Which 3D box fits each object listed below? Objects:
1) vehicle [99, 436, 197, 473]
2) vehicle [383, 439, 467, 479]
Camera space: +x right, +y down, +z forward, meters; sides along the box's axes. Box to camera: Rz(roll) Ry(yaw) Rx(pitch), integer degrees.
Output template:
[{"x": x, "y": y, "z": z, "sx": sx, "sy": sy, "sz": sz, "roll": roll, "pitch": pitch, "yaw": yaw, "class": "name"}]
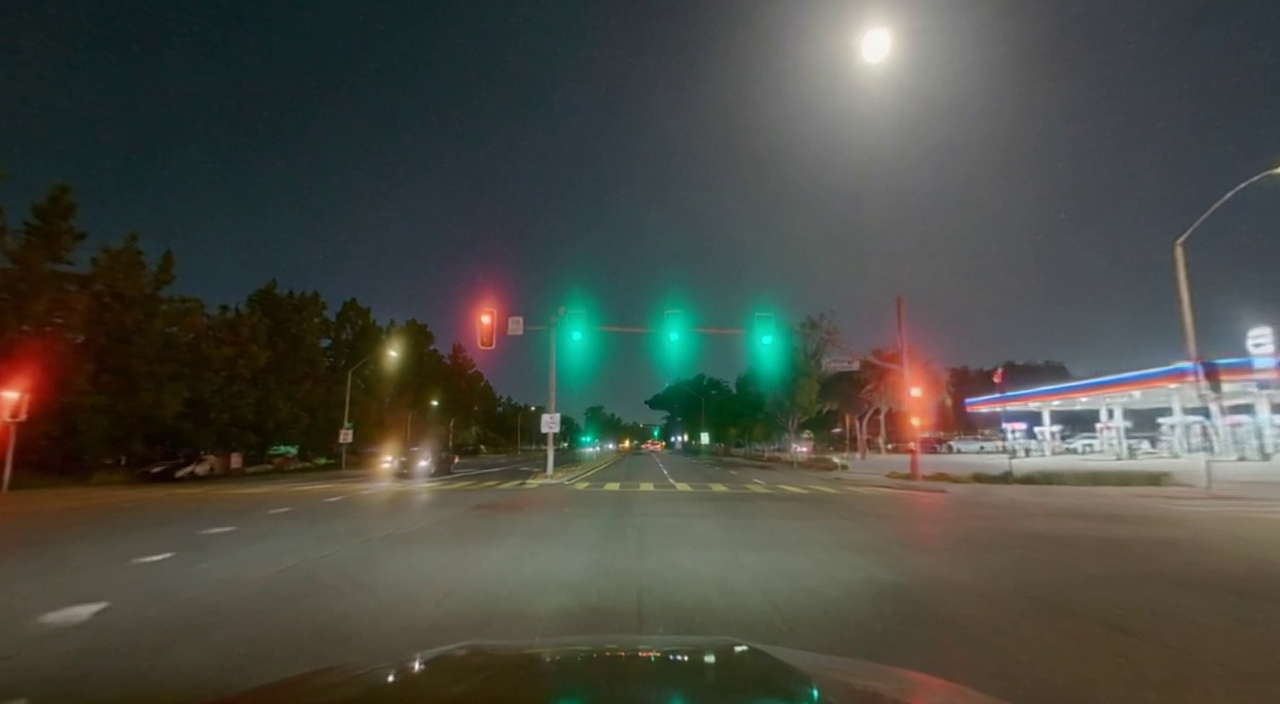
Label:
[{"x": -37.242, "y": 7.741, "z": 47.892, "sx": 5.831, "sy": 2.624, "sz": 2.189, "roll": -1, "pitch": -8, "yaw": 8, "class": "vehicle"}, {"x": -9.224, "y": 4.613, "z": 27.493, "sx": 2.029, "sy": 1.452, "sz": 4.598, "roll": -3, "pitch": -9, "yaw": 1, "class": "vehicle"}]
